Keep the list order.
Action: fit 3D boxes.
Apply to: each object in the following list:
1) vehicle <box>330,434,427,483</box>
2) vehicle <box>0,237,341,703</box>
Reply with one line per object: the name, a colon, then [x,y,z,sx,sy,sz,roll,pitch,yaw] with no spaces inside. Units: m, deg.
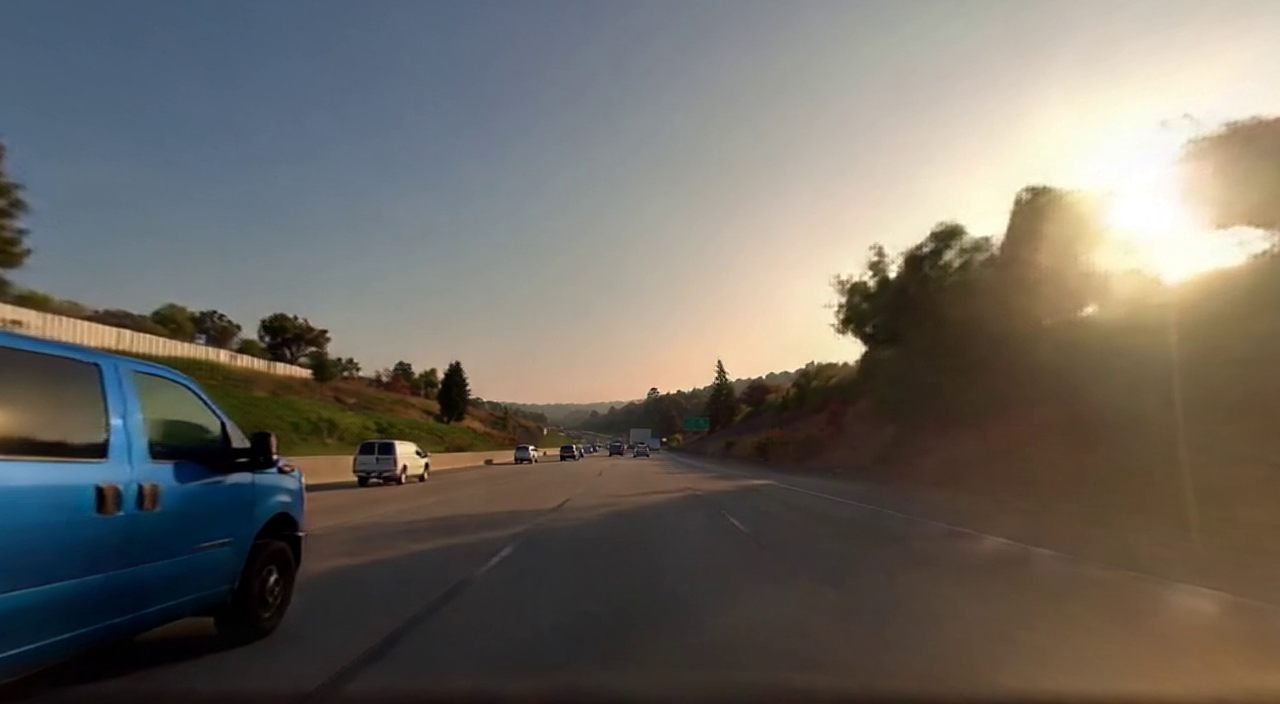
vehicle: [-11.034,4.513,27.080,2.012,1.875,4.895,0,-9,0]
vehicle: [-3.510,0.546,1.513,2.483,2.100,6.208,0,-9,0]
